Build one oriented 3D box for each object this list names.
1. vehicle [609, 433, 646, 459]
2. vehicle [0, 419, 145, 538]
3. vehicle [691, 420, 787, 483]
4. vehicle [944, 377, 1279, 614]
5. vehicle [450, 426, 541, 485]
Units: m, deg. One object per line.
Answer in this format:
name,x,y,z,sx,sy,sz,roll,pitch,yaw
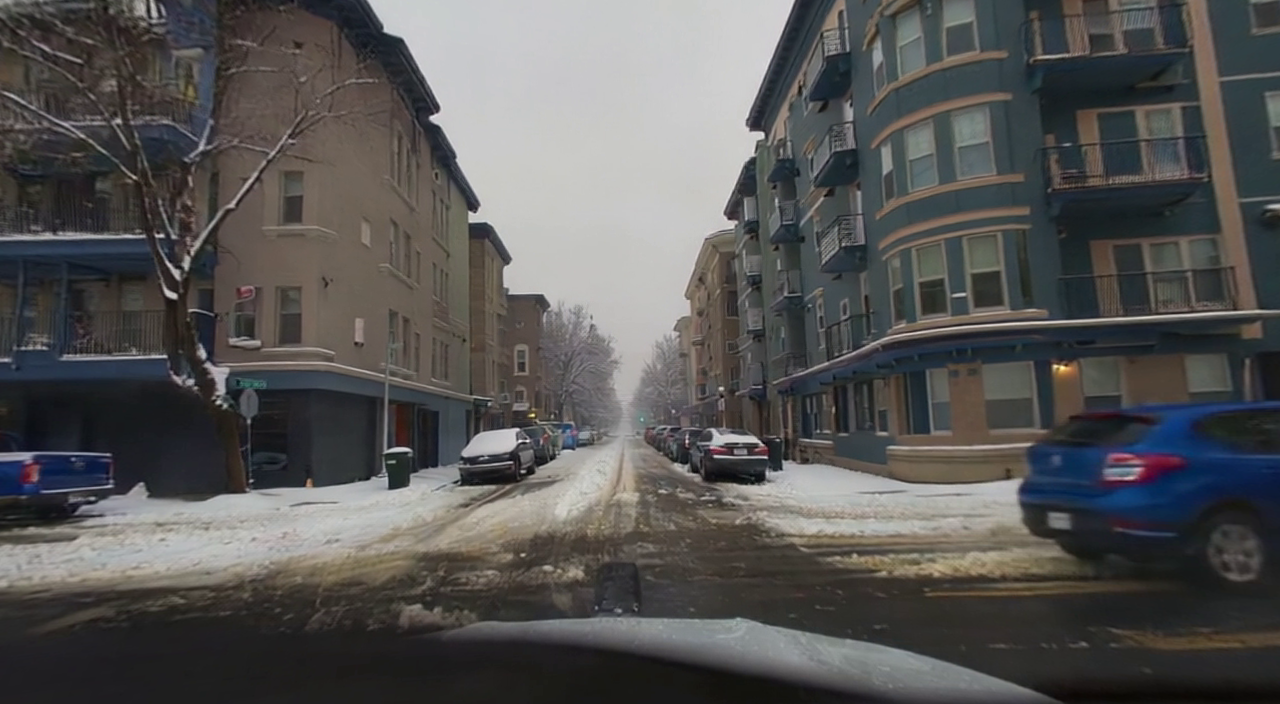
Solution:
vehicle,-0.794,6.367,42.751,2.341,1.675,4.360,0,-8,0
vehicle,-10.875,1.883,9.723,4.679,1.631,2.025,0,-8,-1
vehicle,2.605,2.712,17.503,1.868,1.544,3.869,0,-8,-2
vehicle,5.406,1.119,5.548,4.469,1.566,1.993,1,-8,-8
vehicle,-3.940,2.858,17.729,1.882,1.459,3.518,0,-8,-3
